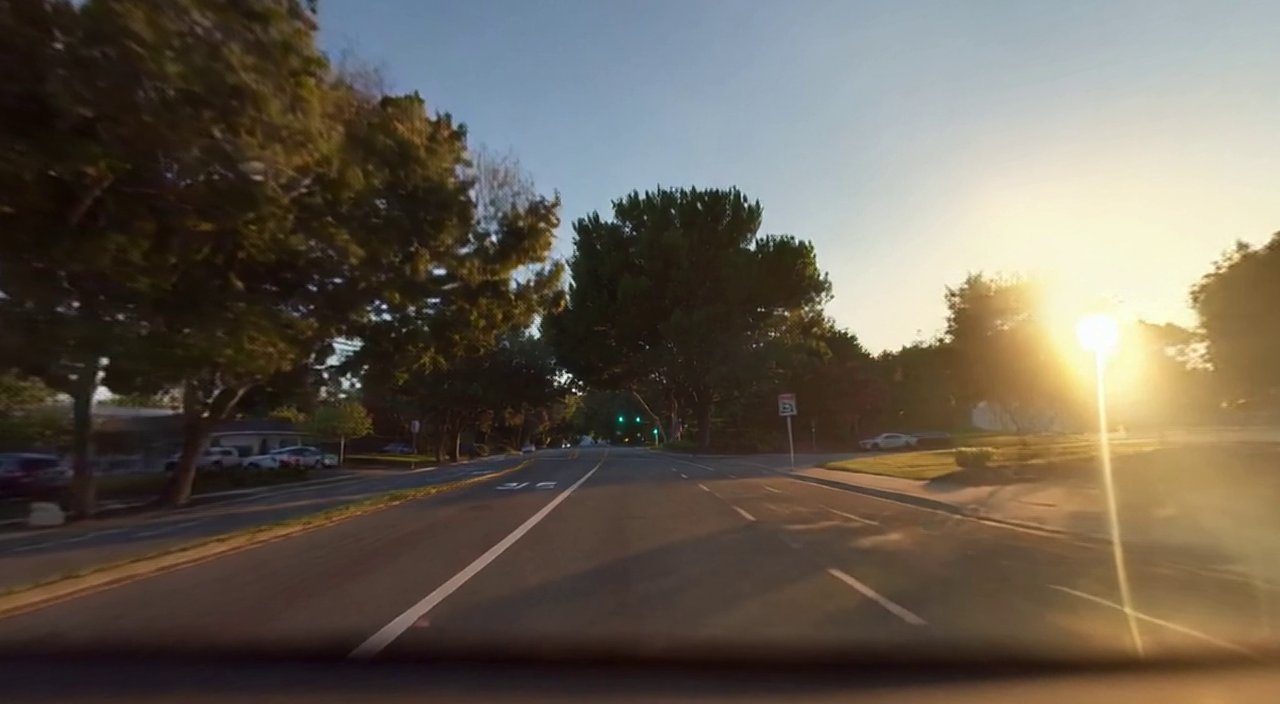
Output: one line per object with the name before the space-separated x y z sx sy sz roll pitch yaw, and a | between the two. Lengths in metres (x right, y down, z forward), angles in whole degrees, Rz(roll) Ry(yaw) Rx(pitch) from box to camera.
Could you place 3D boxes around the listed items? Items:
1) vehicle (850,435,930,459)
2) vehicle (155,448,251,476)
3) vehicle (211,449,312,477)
vehicle | 19.034 7.283 48.223 5.172 1.468 1.964 -3 -10 -2
vehicle | -26.727 6.760 38.742 4.446 1.548 1.973 -1 -10 2
vehicle | -21.374 6.271 35.780 4.495 1.472 1.833 0 -9 -1
